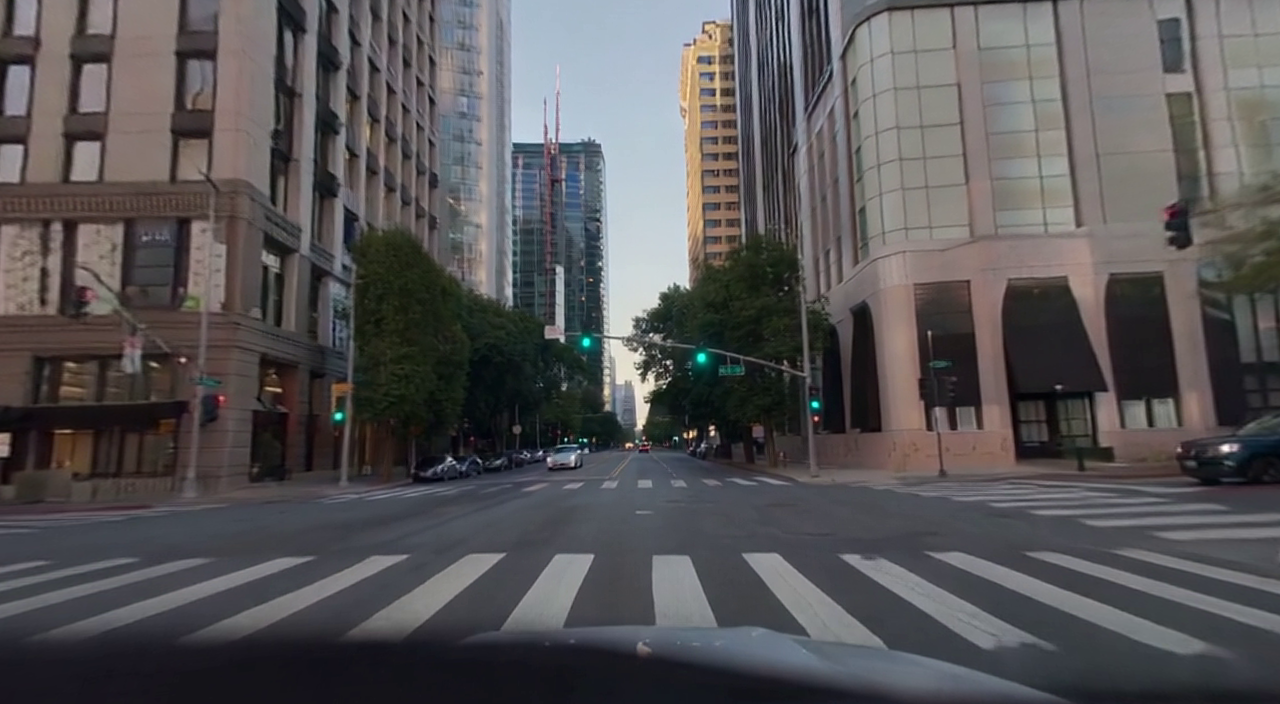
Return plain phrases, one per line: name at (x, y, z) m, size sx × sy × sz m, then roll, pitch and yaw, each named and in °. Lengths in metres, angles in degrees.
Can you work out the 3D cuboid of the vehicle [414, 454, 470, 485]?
vehicle at (-12.053, 7.169, 38.571) m, size 1.910 × 1.511 × 4.565 m, roll -1°, pitch -7°, yaw 1°
